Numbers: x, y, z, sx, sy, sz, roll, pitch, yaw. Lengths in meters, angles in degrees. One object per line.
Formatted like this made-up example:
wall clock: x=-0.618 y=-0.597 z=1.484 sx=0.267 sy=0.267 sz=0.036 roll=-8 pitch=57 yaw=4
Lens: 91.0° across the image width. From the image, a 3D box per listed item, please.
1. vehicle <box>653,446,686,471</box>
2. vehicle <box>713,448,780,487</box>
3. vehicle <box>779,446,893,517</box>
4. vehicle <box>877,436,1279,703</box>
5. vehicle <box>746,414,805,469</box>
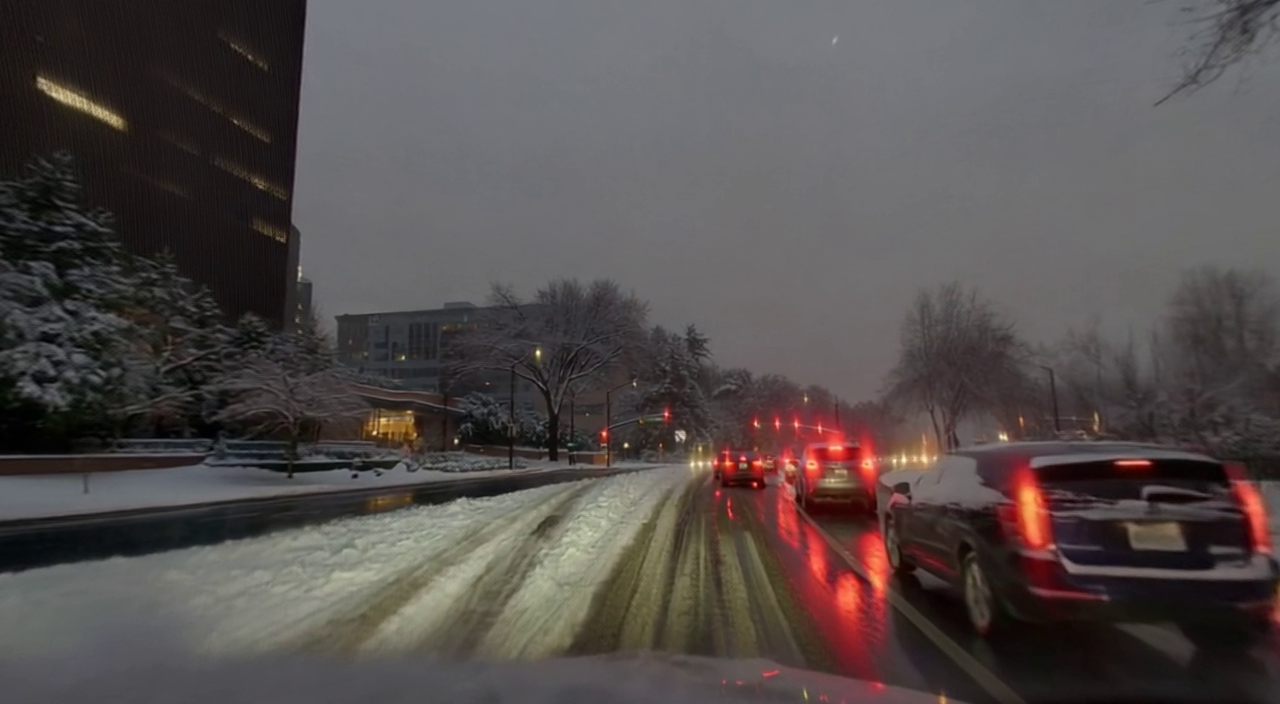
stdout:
vehicle: x=2.200 y=7.650 z=45.453 sx=2.121 sy=1.728 sz=4.161 roll=-1 pitch=-9 yaw=6
vehicle: x=4.649 y=5.088 z=28.075 sx=2.183 sy=1.553 sz=3.923 roll=0 pitch=-9 yaw=-1
vehicle: x=5.072 y=3.352 z=17.038 sx=2.089 sy=1.609 sz=4.922 roll=-1 pitch=-9 yaw=7
vehicle: x=3.342 y=1.427 z=4.810 sx=2.032 sy=1.490 sz=3.871 roll=-1 pitch=-9 yaw=8
vehicle: x=9.971 y=6.865 z=48.009 sx=3.128 sy=3.616 sz=13.736 roll=-1 pitch=-9 yaw=7
